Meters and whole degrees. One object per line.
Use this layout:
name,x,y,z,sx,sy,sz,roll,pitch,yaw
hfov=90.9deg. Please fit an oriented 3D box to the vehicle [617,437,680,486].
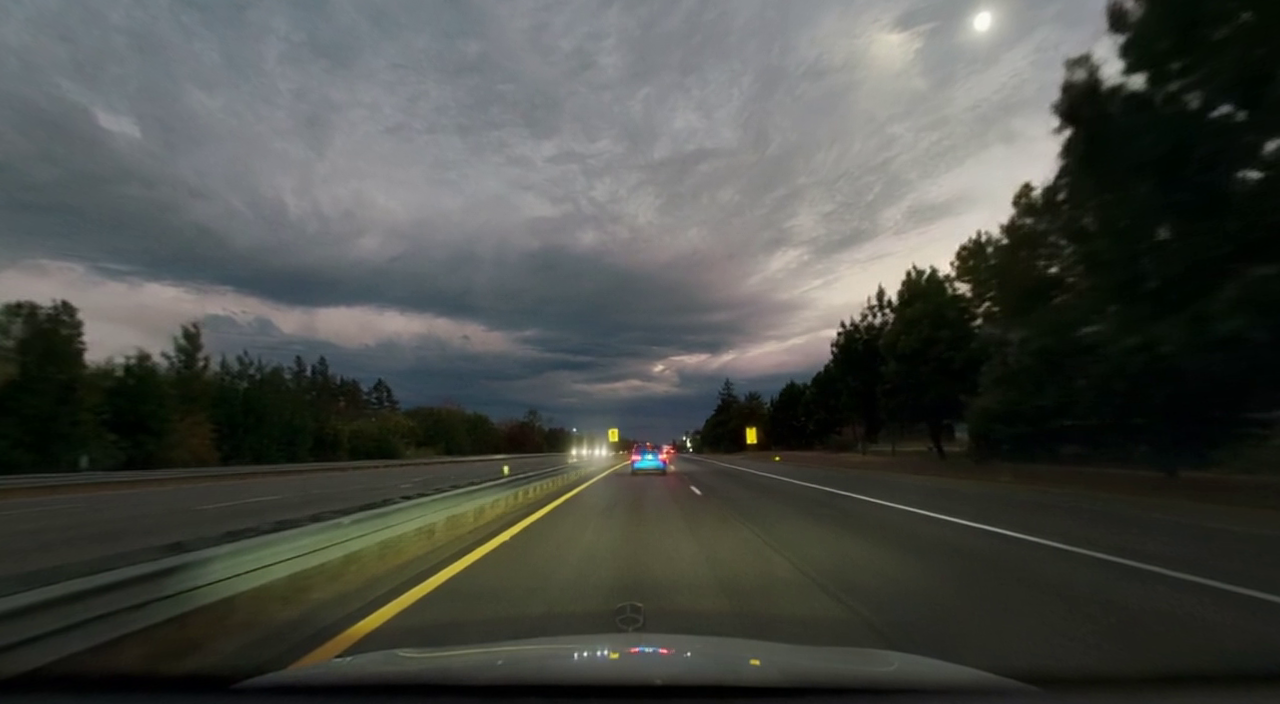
vehicle,0.324,4.128,23.983,2.190,1.706,4.062,0,-9,1
